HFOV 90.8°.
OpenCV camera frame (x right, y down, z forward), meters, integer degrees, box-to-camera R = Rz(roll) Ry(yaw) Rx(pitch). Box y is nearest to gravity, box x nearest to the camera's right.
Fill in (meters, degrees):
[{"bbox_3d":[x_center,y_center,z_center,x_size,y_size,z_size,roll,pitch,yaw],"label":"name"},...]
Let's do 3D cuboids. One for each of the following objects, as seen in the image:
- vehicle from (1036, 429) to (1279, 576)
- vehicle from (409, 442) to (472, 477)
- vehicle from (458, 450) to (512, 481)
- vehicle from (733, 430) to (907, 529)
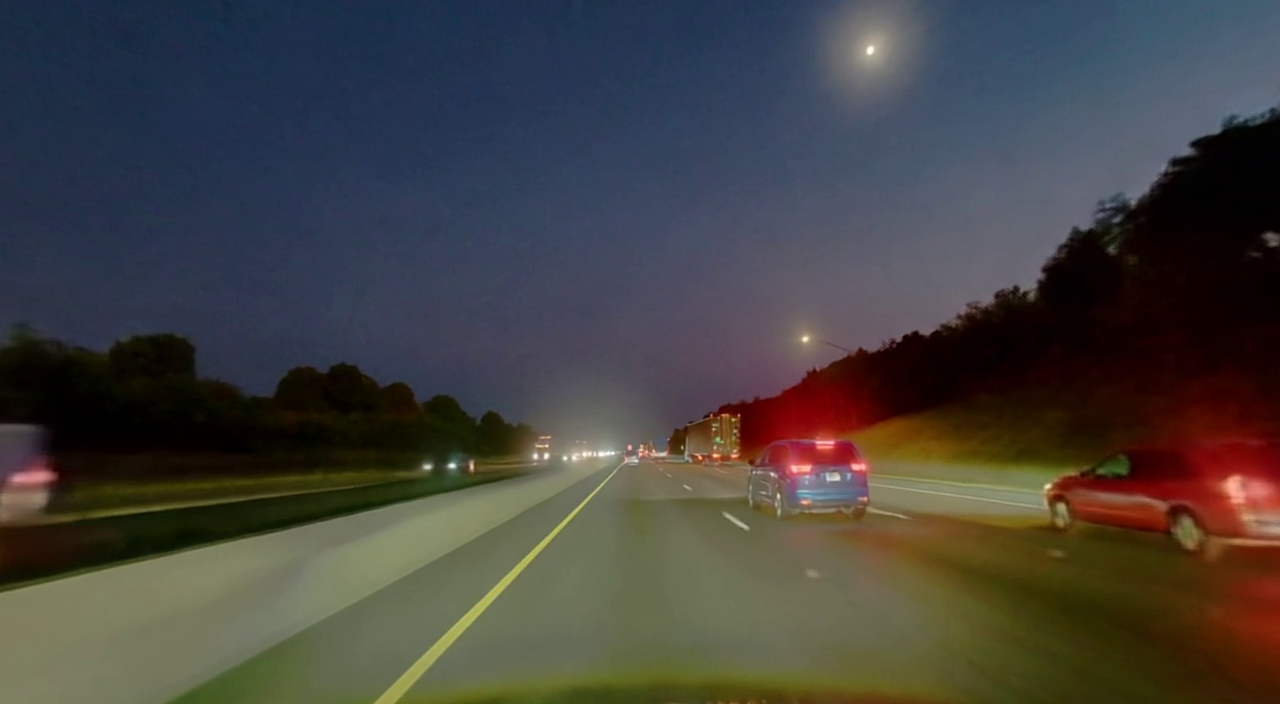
[{"bbox_3d":[7.445,1.739,7.803,2.024,1.471,4.618,0,-9,-1],"label":"vehicle"},{"bbox_3d":[-11.803,6.376,37.704,2.095,1.901,5.025,0,-9,0],"label":"vehicle"},{"bbox_3d":[-7.704,5.625,31.627,1.760,1.437,3.634,0,-9,0],"label":"vehicle"},{"bbox_3d":[3.409,2.522,13.044,2.130,1.658,4.537,0,-9,-2],"label":"vehicle"}]
